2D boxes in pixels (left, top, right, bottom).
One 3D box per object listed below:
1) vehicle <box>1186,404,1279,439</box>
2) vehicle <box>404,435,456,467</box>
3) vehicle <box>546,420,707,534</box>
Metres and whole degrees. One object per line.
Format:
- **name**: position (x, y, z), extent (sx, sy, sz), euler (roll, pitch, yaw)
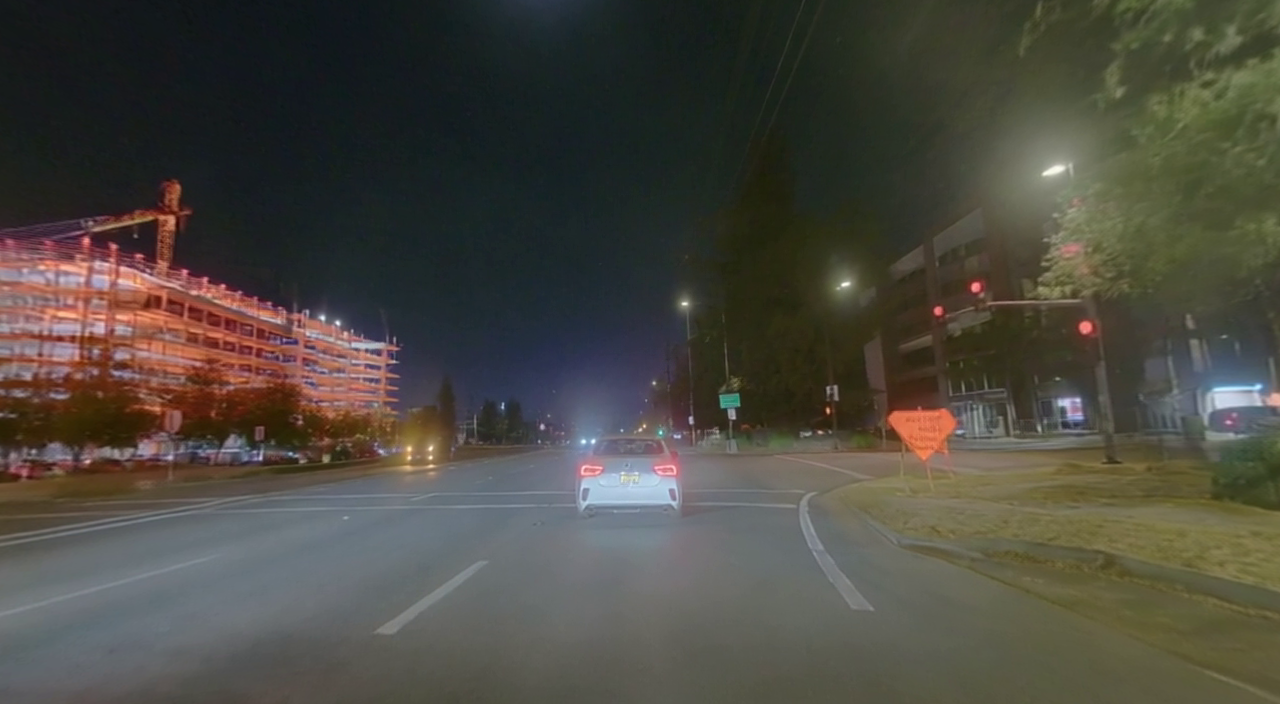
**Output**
- **vehicle**: position (27.732, 3.142, 28.365), extent (4.455, 1.494, 1.926), euler (0, -8, 0)
- **vehicle**: position (-10.460, 4.863, 31.160), extent (2.072, 1.465, 4.394), euler (3, -9, -22)
- **vehicle**: position (-0.171, 1.951, 10.390), extent (2.112, 1.482, 4.076), euler (0, -8, 0)
